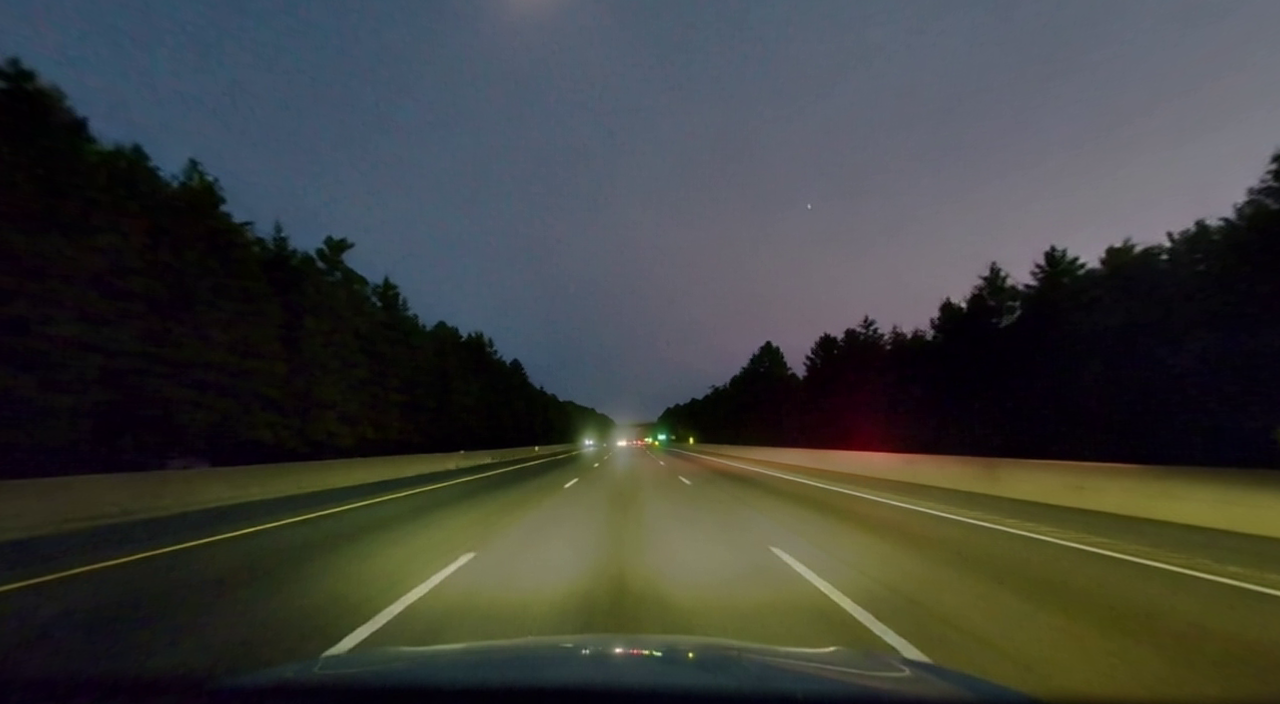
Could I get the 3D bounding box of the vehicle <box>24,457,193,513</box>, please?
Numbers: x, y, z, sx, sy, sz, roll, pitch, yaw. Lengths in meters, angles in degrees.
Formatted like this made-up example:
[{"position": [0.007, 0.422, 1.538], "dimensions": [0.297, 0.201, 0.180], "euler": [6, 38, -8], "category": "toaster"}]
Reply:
[{"position": [-16.848, 4.186, 20.294], "dimensions": [1.789, 1.464, 4.245], "euler": [0, -8, -1], "category": "vehicle"}]
